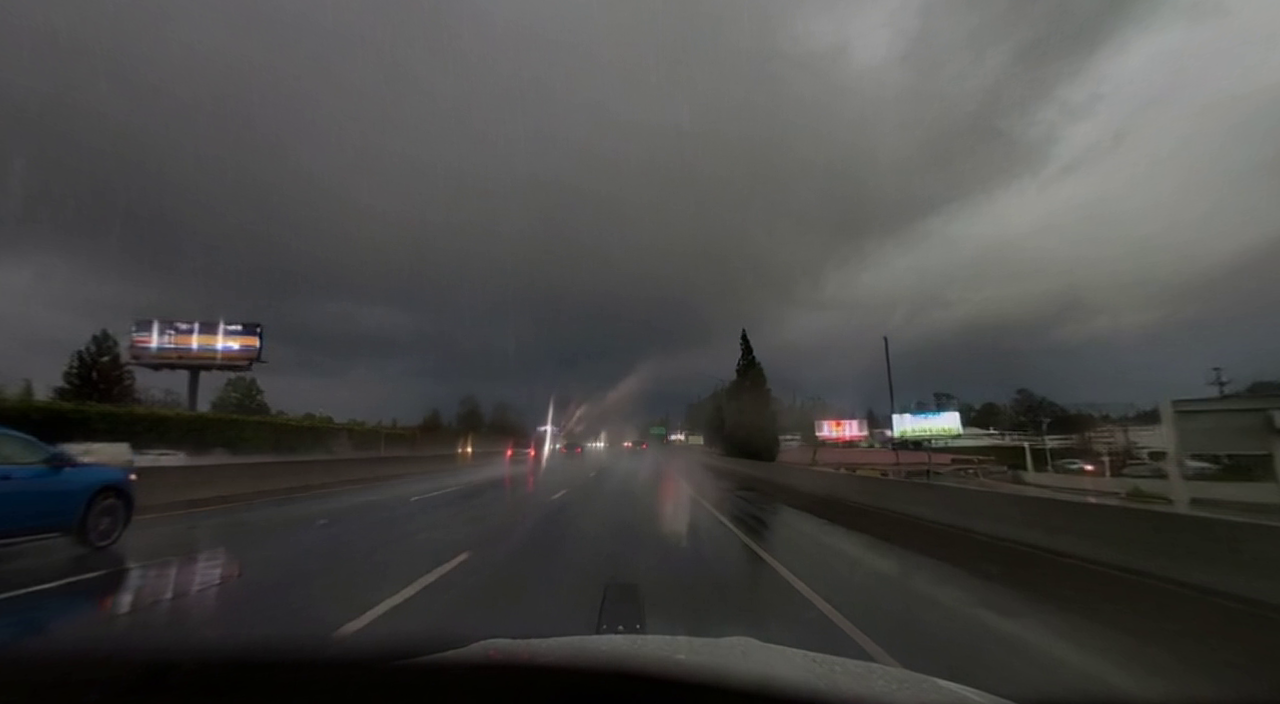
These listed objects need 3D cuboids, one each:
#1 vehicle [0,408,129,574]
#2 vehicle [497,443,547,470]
[{"bbox_3d":[-7.585,1.283,5.552,2.055,1.683,4.804,0,-9,0],"label":"vehicle"},{"bbox_3d":[-7.013,6.262,37.944,2.008,1.520,4.731,0,-9,1],"label":"vehicle"}]
